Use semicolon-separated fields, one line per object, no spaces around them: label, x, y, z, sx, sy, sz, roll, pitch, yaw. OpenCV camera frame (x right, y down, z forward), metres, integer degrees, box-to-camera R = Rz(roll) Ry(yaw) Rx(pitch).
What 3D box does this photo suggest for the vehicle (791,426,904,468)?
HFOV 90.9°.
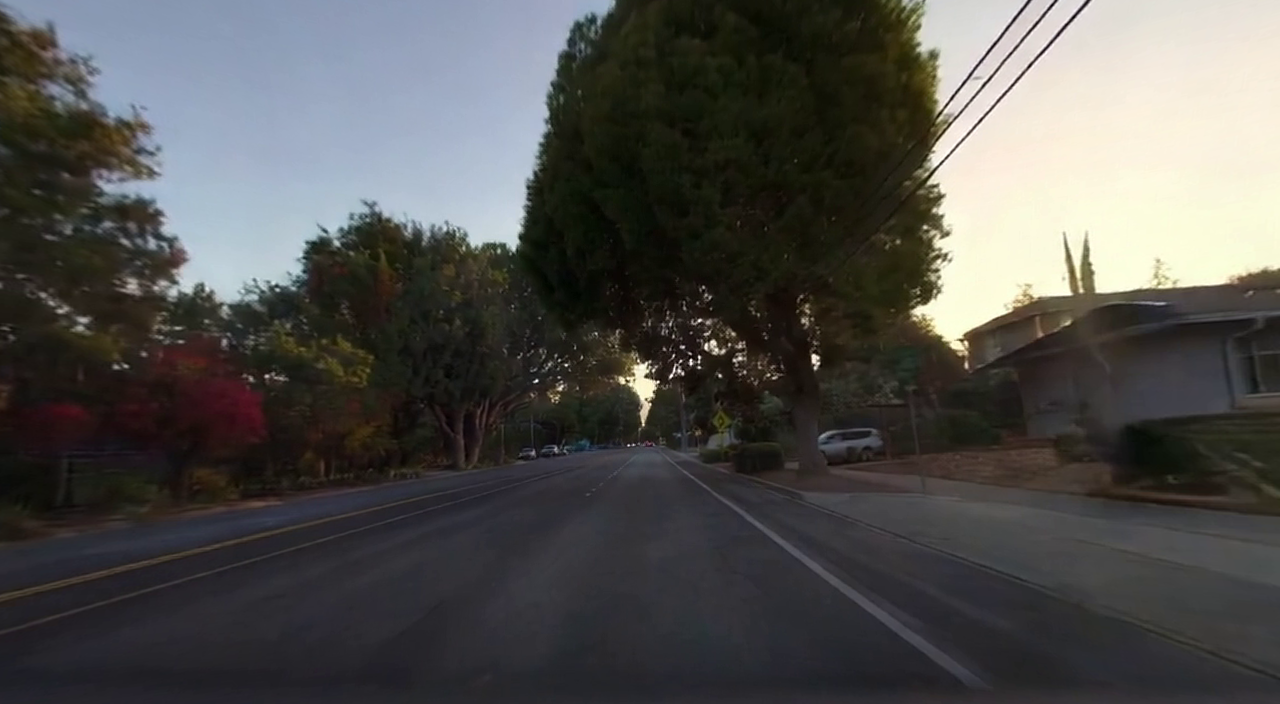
vehicle;9.502;4.406;29.211;4.494;1.850;2.027;0;-9;0
